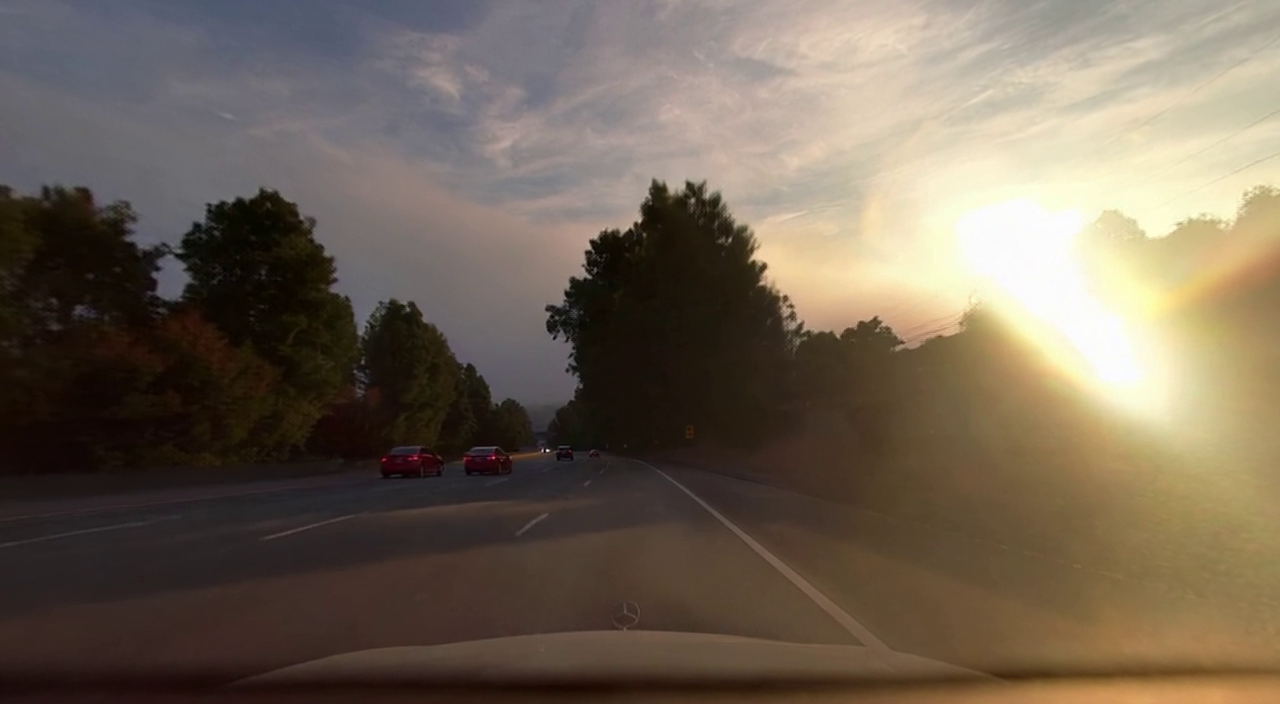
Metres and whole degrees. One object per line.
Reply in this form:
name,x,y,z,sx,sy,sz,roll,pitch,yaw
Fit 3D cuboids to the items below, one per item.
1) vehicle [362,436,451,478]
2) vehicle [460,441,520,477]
vehicle,-11.697,5.306,32.072,2.425,1.926,5.584,0,-9,-1
vehicle,-7.599,5.476,32.365,2.060,1.680,4.255,0,-9,-1
